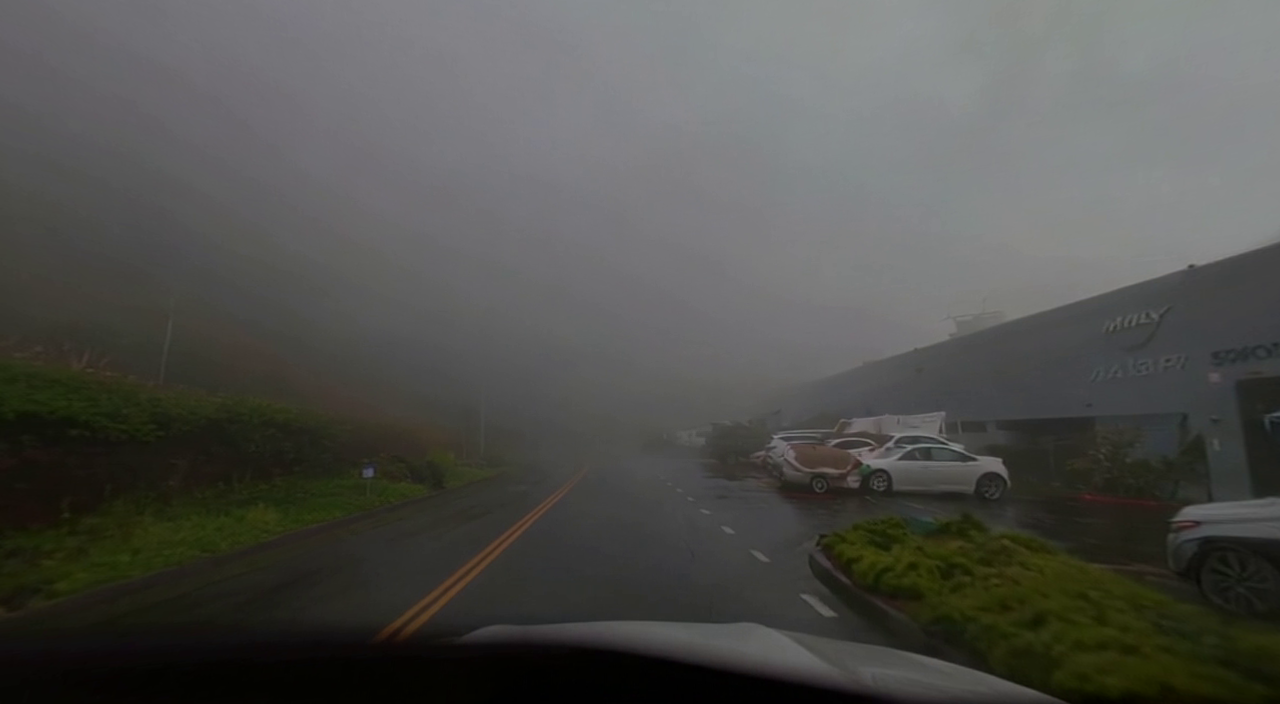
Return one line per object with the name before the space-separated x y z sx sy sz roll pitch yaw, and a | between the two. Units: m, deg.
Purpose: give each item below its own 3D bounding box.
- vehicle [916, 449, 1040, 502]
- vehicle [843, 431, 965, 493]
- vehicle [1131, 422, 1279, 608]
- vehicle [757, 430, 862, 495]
vehicle | 10.632 3.888 20.153 1.819 1.494 3.834 0 -9 0
vehicle | 8.126 3.435 19.903 1.924 1.713 4.627 -1 -9 1
vehicle | 8.044 1.645 6.161 2.113 1.945 4.546 2 -9 -16
vehicle | 5.340 3.537 20.476 1.977 1.860 4.237 0 -9 -4
